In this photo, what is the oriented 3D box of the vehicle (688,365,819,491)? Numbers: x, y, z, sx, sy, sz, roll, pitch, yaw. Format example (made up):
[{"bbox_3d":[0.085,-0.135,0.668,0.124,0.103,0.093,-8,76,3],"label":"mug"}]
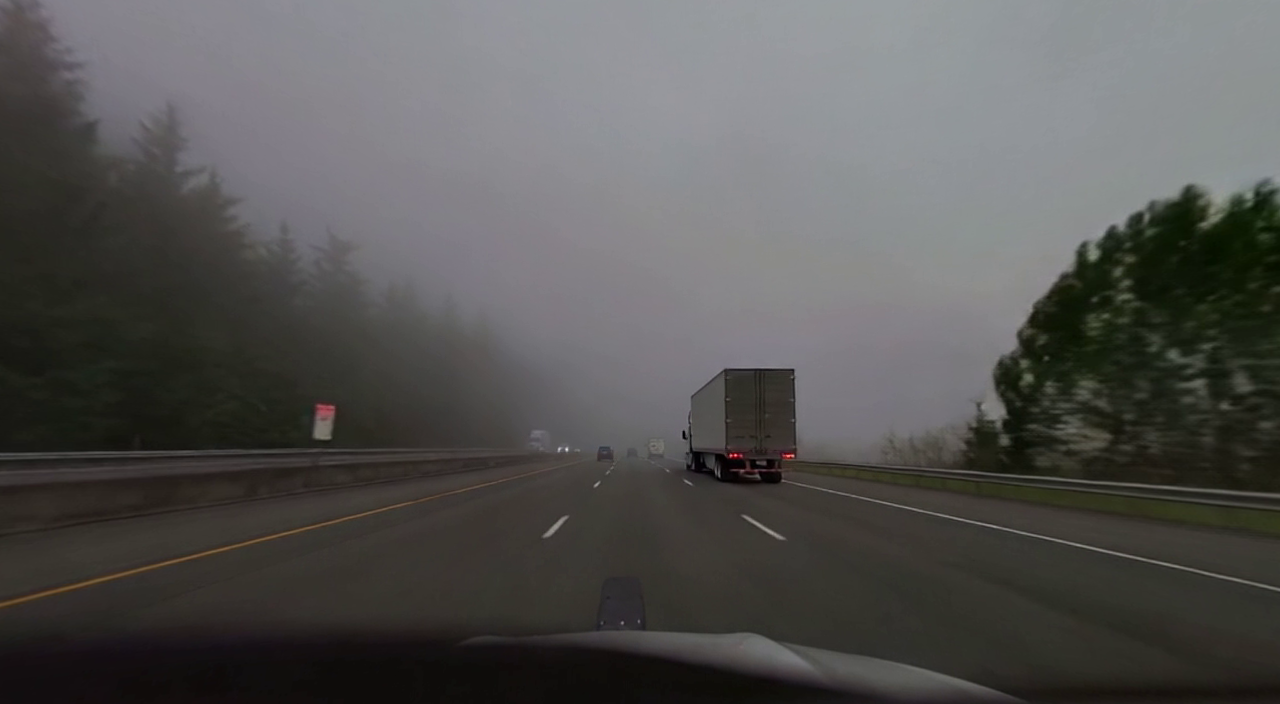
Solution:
[{"bbox_3d":[4.139,3.464,26.958,2.950,4.033,13.276,0,-9,-1],"label":"vehicle"}]
